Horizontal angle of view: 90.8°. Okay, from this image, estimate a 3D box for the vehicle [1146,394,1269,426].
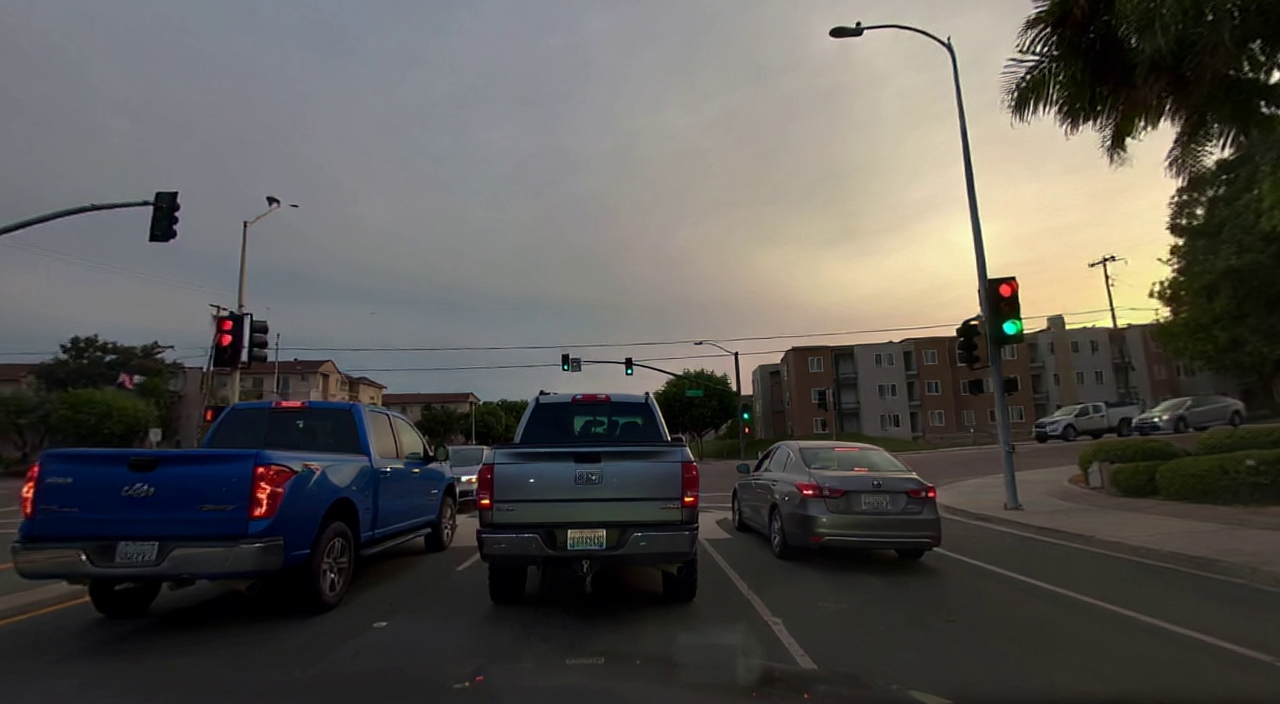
[{"bbox_3d":[29.277,3.041,32.679,4.540,1.543,1.803,0,-9,1],"label":"vehicle"}]

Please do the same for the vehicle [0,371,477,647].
[{"bbox_3d":[-3.459,1.422,6.860,2.146,1.828,5.148,0,-9,-2],"label":"vehicle"}]

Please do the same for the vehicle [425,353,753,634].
[{"bbox_3d":[-0.390,1.312,6.730,2.282,1.964,4.421,0,-9,-1],"label":"vehicle"}]

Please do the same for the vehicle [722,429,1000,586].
[{"bbox_3d":[2.413,1.819,8.291,2.016,1.481,4.336,0,-9,-1],"label":"vehicle"}]

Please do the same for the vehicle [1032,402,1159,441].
[{"bbox_3d":[23.298,3.605,32.467,4.721,1.866,2.188,0,-9,2],"label":"vehicle"}]
